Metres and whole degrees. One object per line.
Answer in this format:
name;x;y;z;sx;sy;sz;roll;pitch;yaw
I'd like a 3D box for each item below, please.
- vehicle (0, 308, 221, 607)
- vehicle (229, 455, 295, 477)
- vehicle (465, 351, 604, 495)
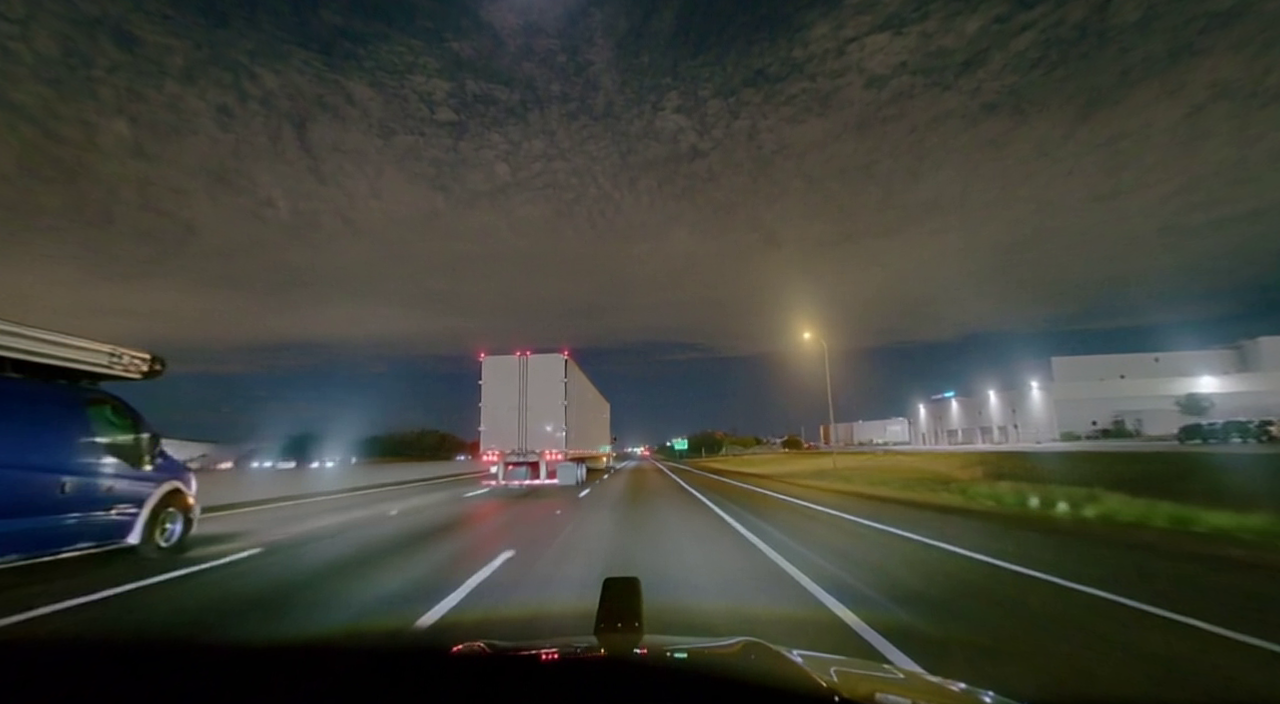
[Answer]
vehicle;-6.972;0.923;5.510;2.385;2.672;6.049;0;-9;0
vehicle;-27.429;8.241;45.989;1.802;1.455;4.803;0;-9;1
vehicle;-3.451;3.224;26.245;2.939;4.132;16.303;0;-9;0
